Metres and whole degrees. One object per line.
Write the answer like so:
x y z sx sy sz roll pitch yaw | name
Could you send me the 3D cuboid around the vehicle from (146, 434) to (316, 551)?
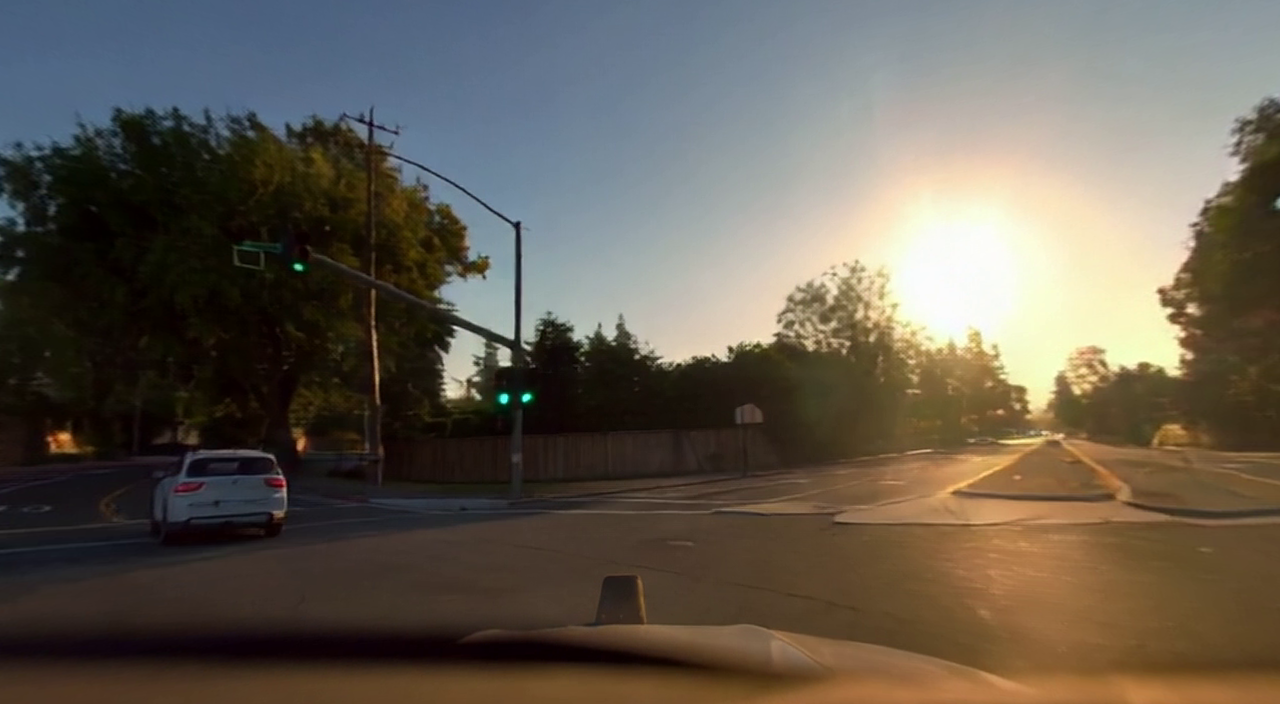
-8.259 2.597 12.559 2.230 1.827 4.580 7 -11 -38 | vehicle
